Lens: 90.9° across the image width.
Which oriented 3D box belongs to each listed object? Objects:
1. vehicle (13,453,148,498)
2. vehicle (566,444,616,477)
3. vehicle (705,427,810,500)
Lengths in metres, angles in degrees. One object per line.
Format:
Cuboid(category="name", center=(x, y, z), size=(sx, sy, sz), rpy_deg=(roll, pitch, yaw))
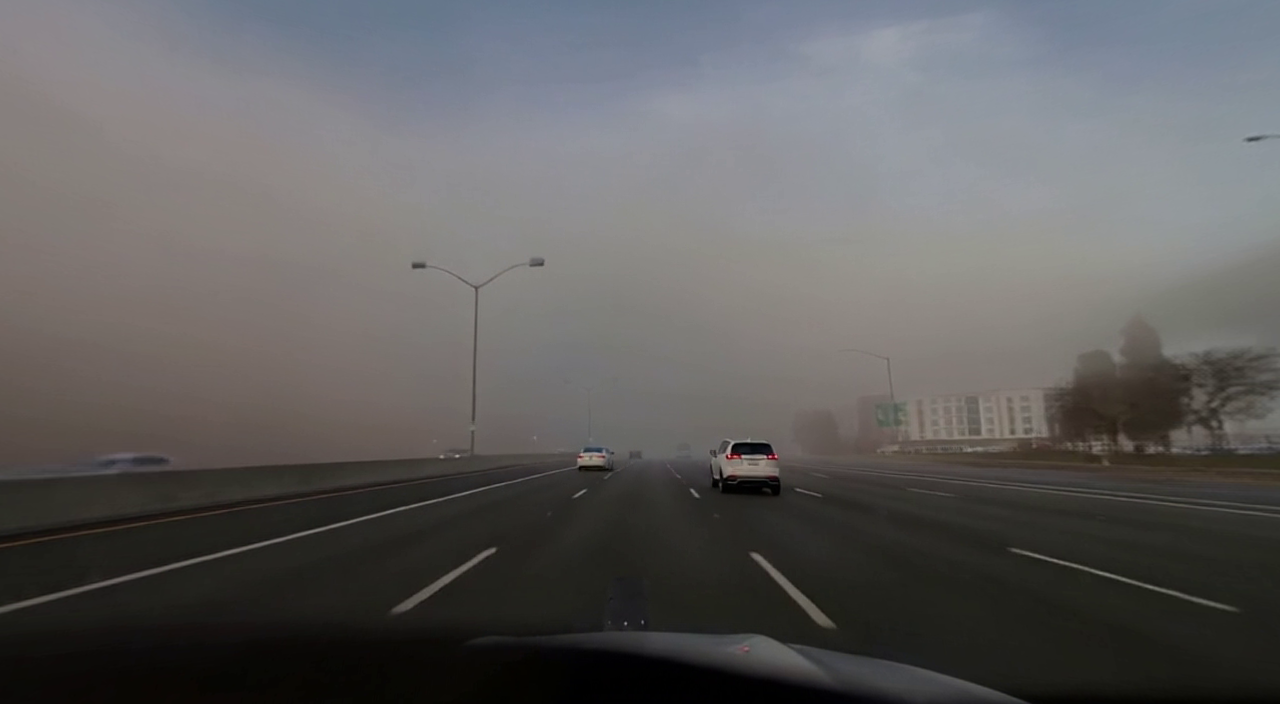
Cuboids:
Cuboid(category="vehicle", center=(-18.665, 4.095, 21.209), size=(1.462, 1.353, 3.281), rpy_deg=(0, -9, 1))
Cuboid(category="vehicle", center=(-2.437, 5.575, 32.625), size=(2.080, 1.542, 4.718), rpy_deg=(-1, -9, 2))
Cuboid(category="vehicle", center=(3.296, 3.263, 18.760), size=(2.148, 1.852, 4.835), rpy_deg=(0, -9, 0))
